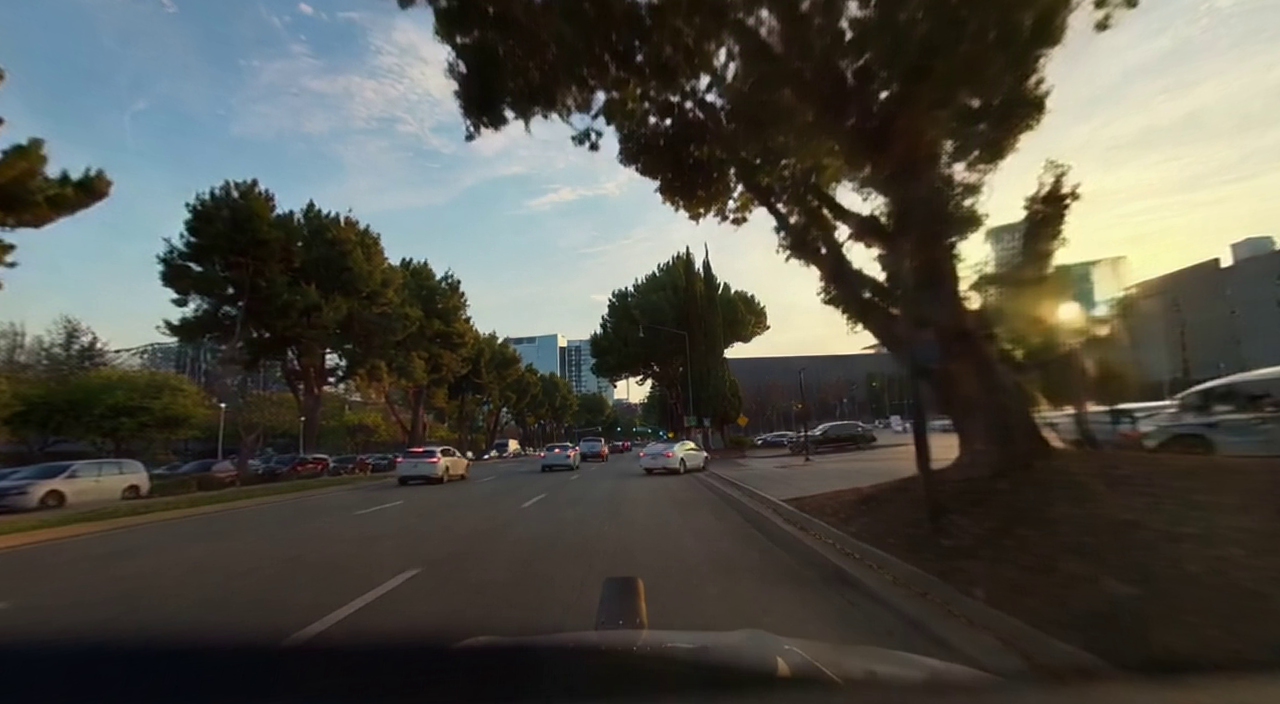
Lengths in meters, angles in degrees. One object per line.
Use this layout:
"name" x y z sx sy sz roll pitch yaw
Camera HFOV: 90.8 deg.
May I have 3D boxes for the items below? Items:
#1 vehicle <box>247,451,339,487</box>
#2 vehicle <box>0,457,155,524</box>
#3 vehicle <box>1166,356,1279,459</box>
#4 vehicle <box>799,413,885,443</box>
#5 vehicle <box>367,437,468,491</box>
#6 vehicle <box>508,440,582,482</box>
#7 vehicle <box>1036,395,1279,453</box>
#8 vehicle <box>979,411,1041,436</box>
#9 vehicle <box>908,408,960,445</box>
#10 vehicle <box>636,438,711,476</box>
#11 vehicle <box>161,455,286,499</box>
"vehicle" -17.445 5.865 32.044 2.084 1.624 4.486 0 -8 0
"vehicle" -16.828 3.913 18.402 1.858 1.612 4.398 0 -8 0
"vehicle" 13.485 1.062 11.512 5.633 1.705 2.433 0 -8 -1
"vehicle" 13.893 5.308 43.757 5.161 1.993 2.293 0 -8 2
"vehicle" -7.945 4.023 23.083 2.054 1.744 4.422 0 -8 0
"vehicle" -3.680 4.297 25.279 2.235 1.500 4.420 0 -8 0
"vehicle" 14.020 2.000 17.222 4.993 1.487 2.064 0 -8 0
"vehicle" 27.156 5.326 46.510 1.992 1.498 4.667 -5 -9 5
"vehicle" 18.219 4.725 39.418 2.569 2.081 6.193 -4 -9 23
"vehicle" 1.575 4.590 27.856 2.208 1.513 4.504 -3 -9 18
"vehicle" -16.841 5.046 25.909 1.923 1.543 4.687 0 -8 0
